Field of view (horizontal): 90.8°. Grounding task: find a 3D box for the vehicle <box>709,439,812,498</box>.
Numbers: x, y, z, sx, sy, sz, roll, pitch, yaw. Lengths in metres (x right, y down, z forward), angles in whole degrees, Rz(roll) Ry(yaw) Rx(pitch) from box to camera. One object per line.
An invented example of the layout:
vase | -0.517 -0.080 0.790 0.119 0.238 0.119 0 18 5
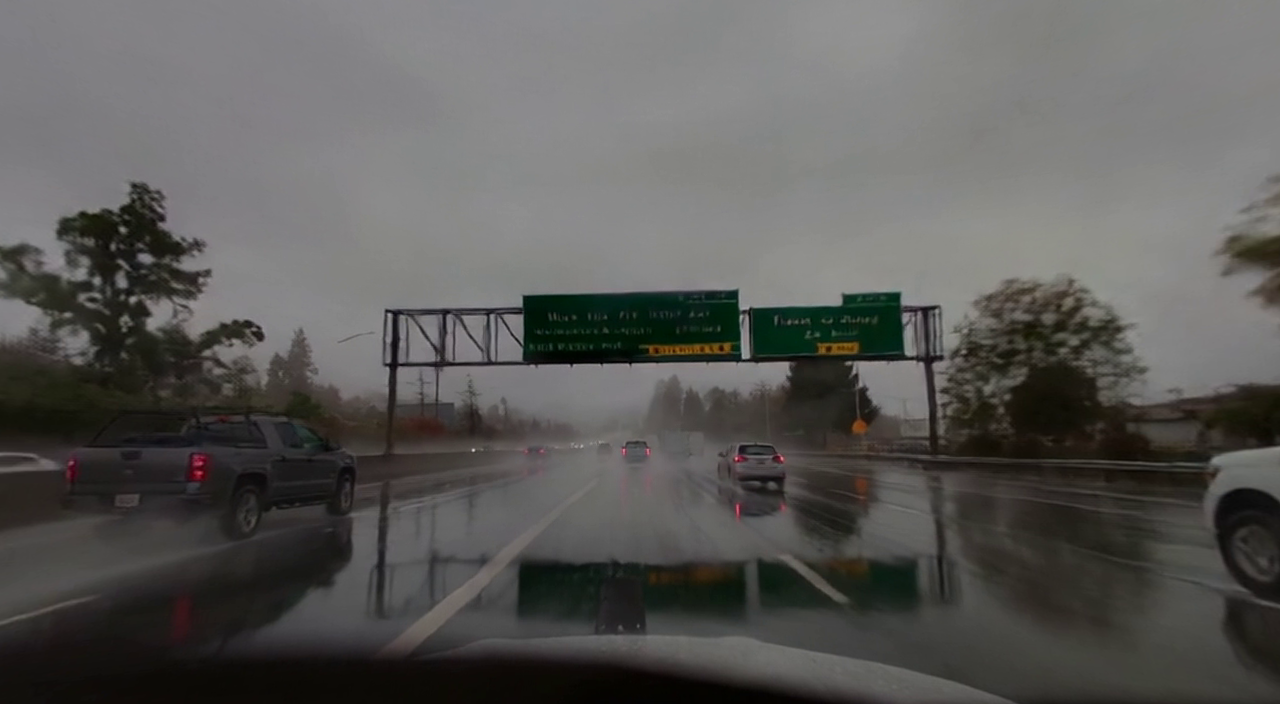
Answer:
vehicle | 3.240 3.236 17.978 2.011 1.462 4.286 0 -8 -1

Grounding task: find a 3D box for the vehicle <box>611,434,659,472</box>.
vehicle | -0.230 5.300 33.282 2.323 1.805 4.729 0 -8 0

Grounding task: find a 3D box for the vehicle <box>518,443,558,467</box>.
vehicle | -6.591 6.702 41.241 1.920 1.482 4.385 0 -8 0

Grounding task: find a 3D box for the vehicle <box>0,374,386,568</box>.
vehicle | -6.402 1.677 9.667 2.444 2.012 6.122 0 -8 0

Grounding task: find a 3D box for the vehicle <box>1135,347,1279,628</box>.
vehicle | 5.779 0.670 2.574 2.635 1.919 5.907 0 -8 -1
